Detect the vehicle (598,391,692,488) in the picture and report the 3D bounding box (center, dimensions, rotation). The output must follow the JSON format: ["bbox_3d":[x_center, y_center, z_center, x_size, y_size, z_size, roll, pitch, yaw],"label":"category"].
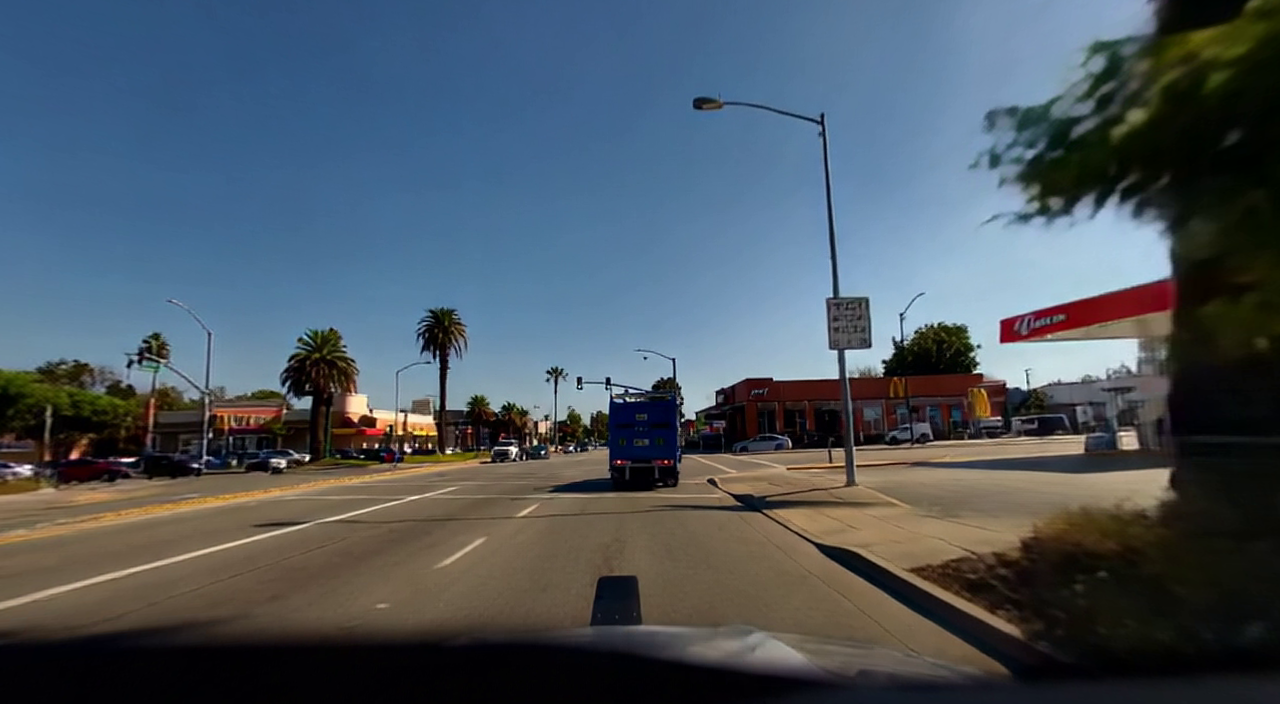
[{"bbox_3d":[0.384,3.091,22.313,2.463,2.954,5.938,-1,-8,9],"label":"vehicle"}]

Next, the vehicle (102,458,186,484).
[{"bbox_3d":[-31.240,7.476,39.934,1.766,1.428,4.337,0,-8,0],"label":"vehicle"}]

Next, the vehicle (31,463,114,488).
[{"bbox_3d":[-35.979,7.799,40.161,1.834,1.383,3.707,0,-8,-1],"label":"vehicle"}]

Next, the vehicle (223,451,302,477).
[{"bbox_3d":[-27.704,8.217,46.463,4.583,1.556,1.893,-3,-7,-1],"label":"vehicle"}]

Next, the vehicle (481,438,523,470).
[{"bbox_3d":[-7.655,5.681,35.380,1.997,1.679,4.263,1,-8,-9],"label":"vehicle"}]
